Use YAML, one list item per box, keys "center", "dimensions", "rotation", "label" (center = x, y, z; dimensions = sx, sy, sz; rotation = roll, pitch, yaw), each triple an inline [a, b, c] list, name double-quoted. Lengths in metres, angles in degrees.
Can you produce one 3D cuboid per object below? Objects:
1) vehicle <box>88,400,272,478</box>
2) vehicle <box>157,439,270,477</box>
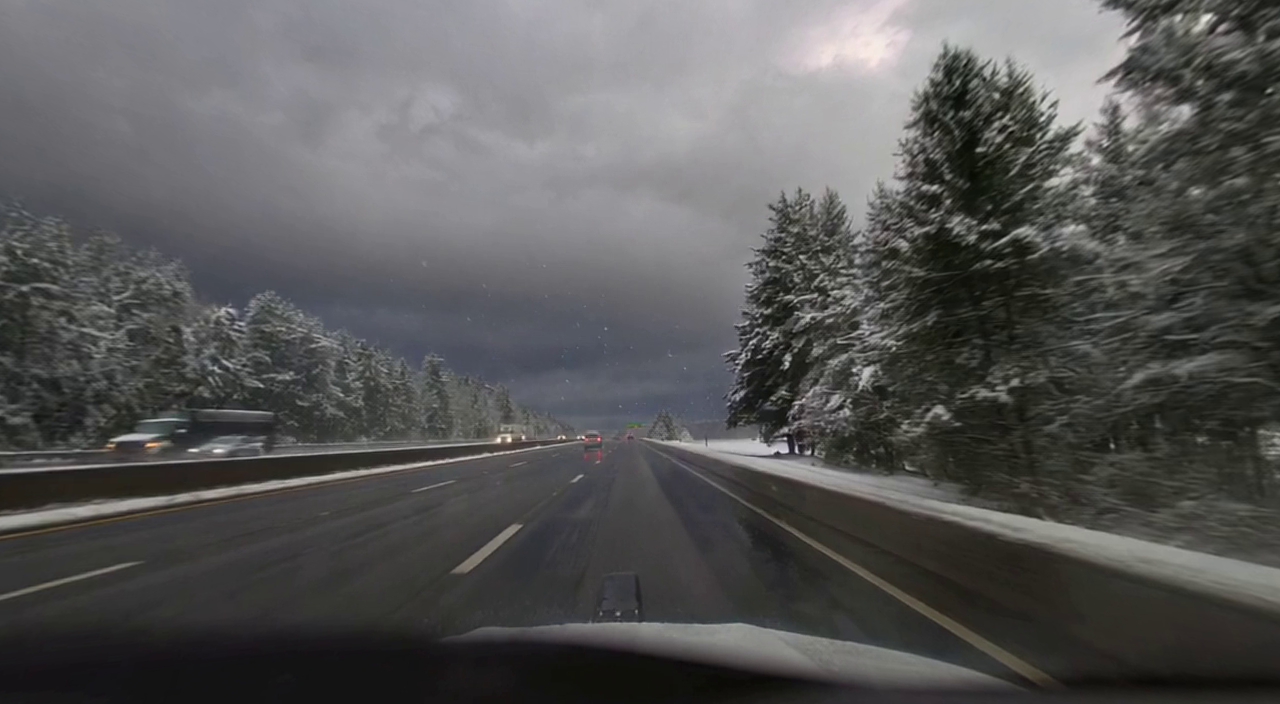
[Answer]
- center: [-24.518, 4.732, 34.481]
  dimensions: [2.981, 3.662, 9.401]
  rotation: [0, -8, 0]
  label: "vehicle"
- center: [-19.997, 4.938, 29.767]
  dimensions: [1.960, 1.603, 4.842]
  rotation: [0, -8, 0]
  label: "vehicle"
